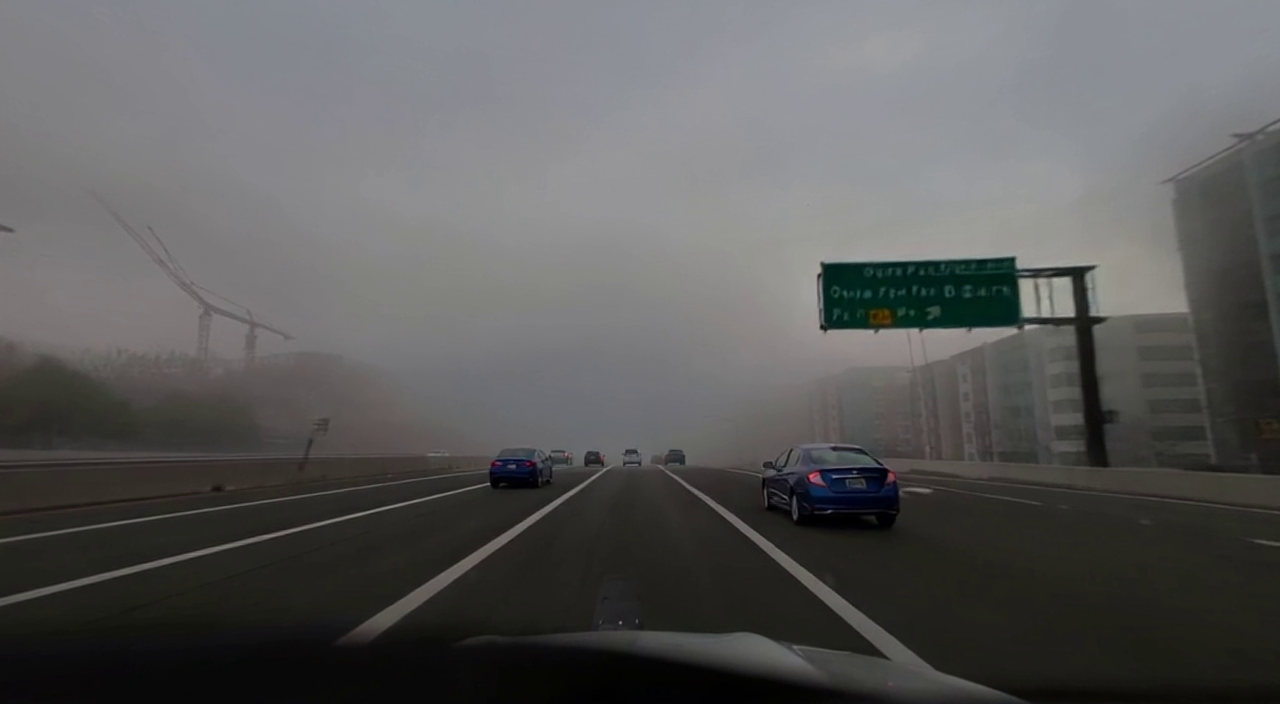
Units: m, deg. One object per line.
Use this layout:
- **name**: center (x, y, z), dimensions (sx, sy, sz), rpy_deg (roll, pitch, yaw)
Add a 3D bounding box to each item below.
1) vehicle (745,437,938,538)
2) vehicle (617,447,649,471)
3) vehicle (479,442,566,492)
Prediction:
- **vehicle**: center (3.383, 2.353, 11.701), dimensions (1.995, 1.486, 4.463), rpy_deg (0, -8, -1)
- **vehicle**: center (-0.486, 7.100, 42.067), dimensions (2.019, 1.472, 3.971), rpy_deg (0, -8, -1)
- **vehicle**: center (-3.933, 3.930, 21.997), dimensions (2.136, 1.512, 4.488), rpy_deg (0, -8, 1)
